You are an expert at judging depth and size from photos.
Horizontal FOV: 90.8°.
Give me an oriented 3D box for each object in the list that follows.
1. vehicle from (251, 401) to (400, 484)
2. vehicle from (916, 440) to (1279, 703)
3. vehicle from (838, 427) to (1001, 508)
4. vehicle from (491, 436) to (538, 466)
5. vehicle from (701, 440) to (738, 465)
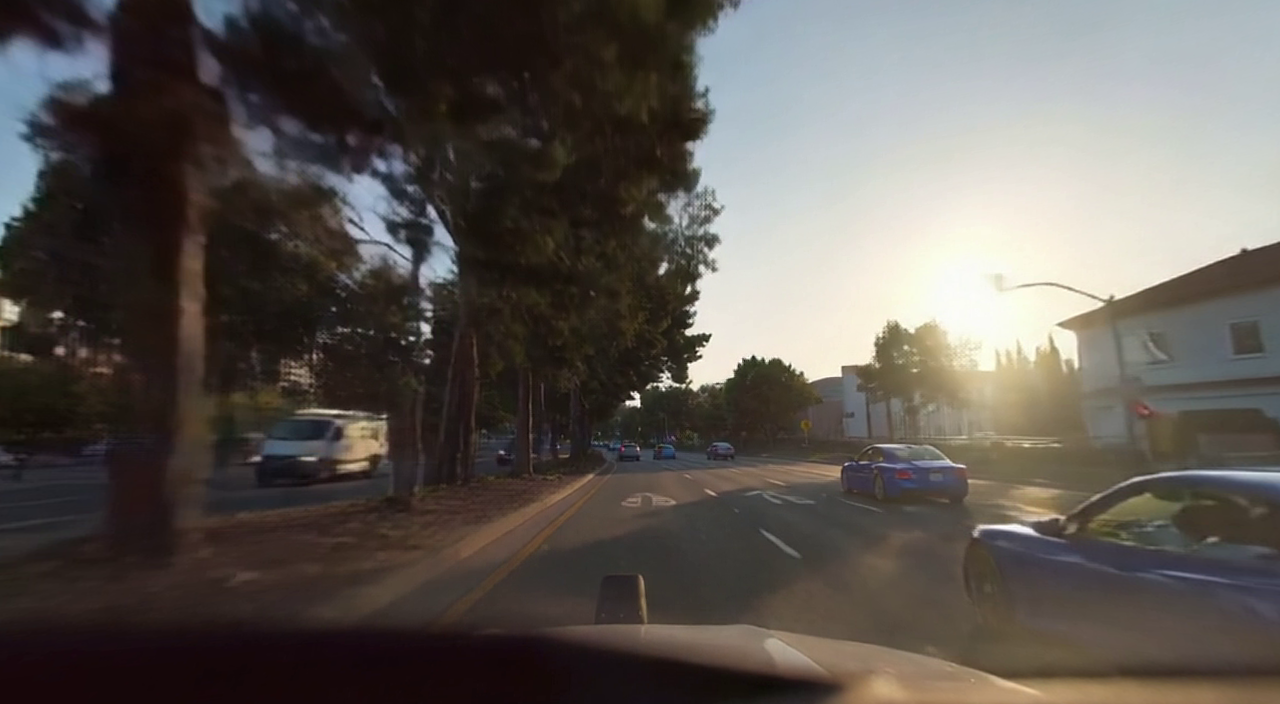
[{"bbox_3d":[-11.081,3.307,23.020,2.300,2.636,5.986,0,-9,0],"label":"vehicle"},{"bbox_3d":[3.426,1.150,3.288,1.990,1.347,4.388,0,-9,0],"label":"vehicle"},{"bbox_3d":[6.772,2.845,15.958,1.987,1.730,4.373,0,-9,-1],"label":"vehicle"},{"bbox_3d":[-7.815,6.201,39.695,2.106,1.768,4.552,0,-9,-1],"label":"vehicle"},{"bbox_3d":[5.711,7.283,45.813,1.931,1.685,4.054,1,-9,-4],"label":"vehicle"}]
